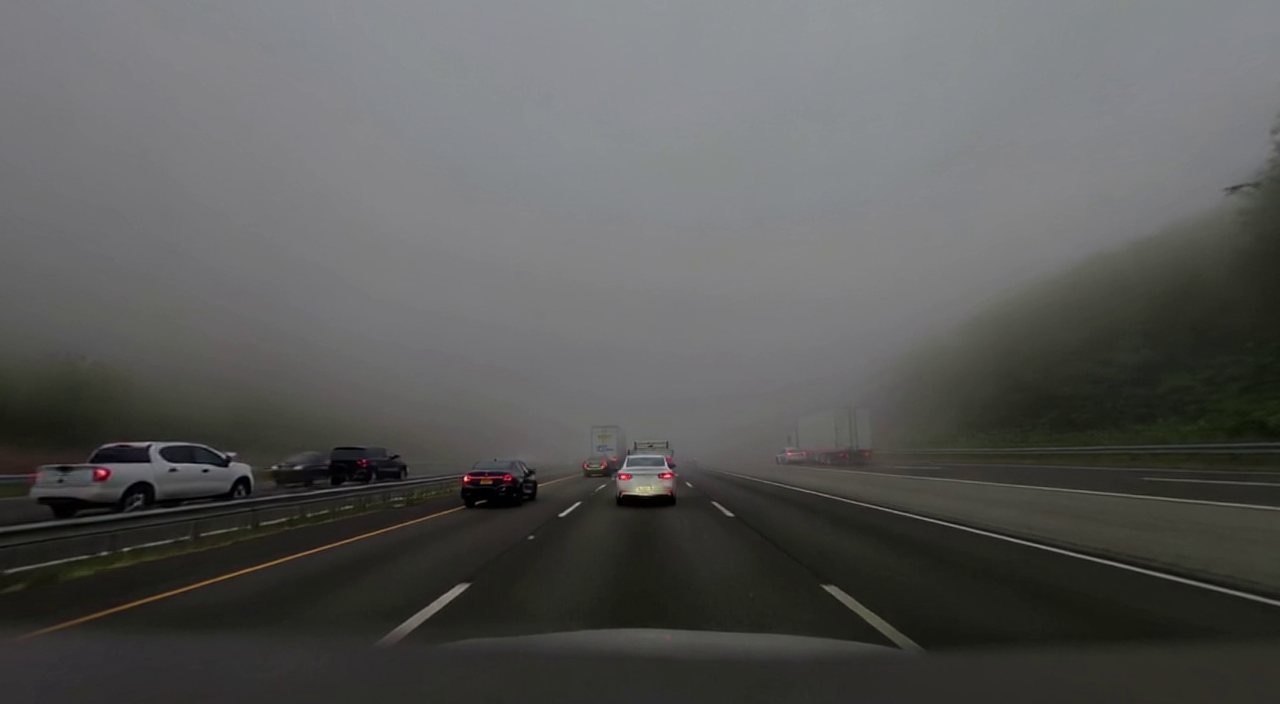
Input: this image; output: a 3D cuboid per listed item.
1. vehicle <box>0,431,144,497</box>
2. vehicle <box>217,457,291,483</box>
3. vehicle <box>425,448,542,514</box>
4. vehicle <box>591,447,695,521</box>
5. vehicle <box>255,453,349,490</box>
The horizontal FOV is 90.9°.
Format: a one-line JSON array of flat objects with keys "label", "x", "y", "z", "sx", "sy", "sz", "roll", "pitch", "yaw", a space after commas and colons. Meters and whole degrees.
[{"label": "vehicle", "x": -32.022, "y": 6.246, "z": 35.621, "sx": 2.761, "sy": 3.380, "sz": 5.944, "roll": -1, "pitch": -9, "yaw": 2}, {"label": "vehicle", "x": -27.386, "y": 8.382, "z": 44.907, "sx": 1.962, "sy": 1.694, "sz": 4.917, "roll": -1, "pitch": -9, "yaw": 2}, {"label": "vehicle", "x": -3.994, "y": 3.358, "z": 16.899, "sx": 1.929, "sy": 1.509, "sz": 4.331, "roll": 0, "pitch": -9, "yaw": 1}, {"label": "vehicle", "x": 0.085, "y": 2.944, "z": 14.544, "sx": 2.057, "sy": 1.449, "sz": 3.931, "roll": 0, "pitch": -9, "yaw": 1}, {"label": "vehicle", "x": -15.325, "y": 5.404, "z": 28.847, "sx": 1.949, "sy": 1.540, "sz": 4.064, "roll": -1, "pitch": -9, "yaw": 2}]
